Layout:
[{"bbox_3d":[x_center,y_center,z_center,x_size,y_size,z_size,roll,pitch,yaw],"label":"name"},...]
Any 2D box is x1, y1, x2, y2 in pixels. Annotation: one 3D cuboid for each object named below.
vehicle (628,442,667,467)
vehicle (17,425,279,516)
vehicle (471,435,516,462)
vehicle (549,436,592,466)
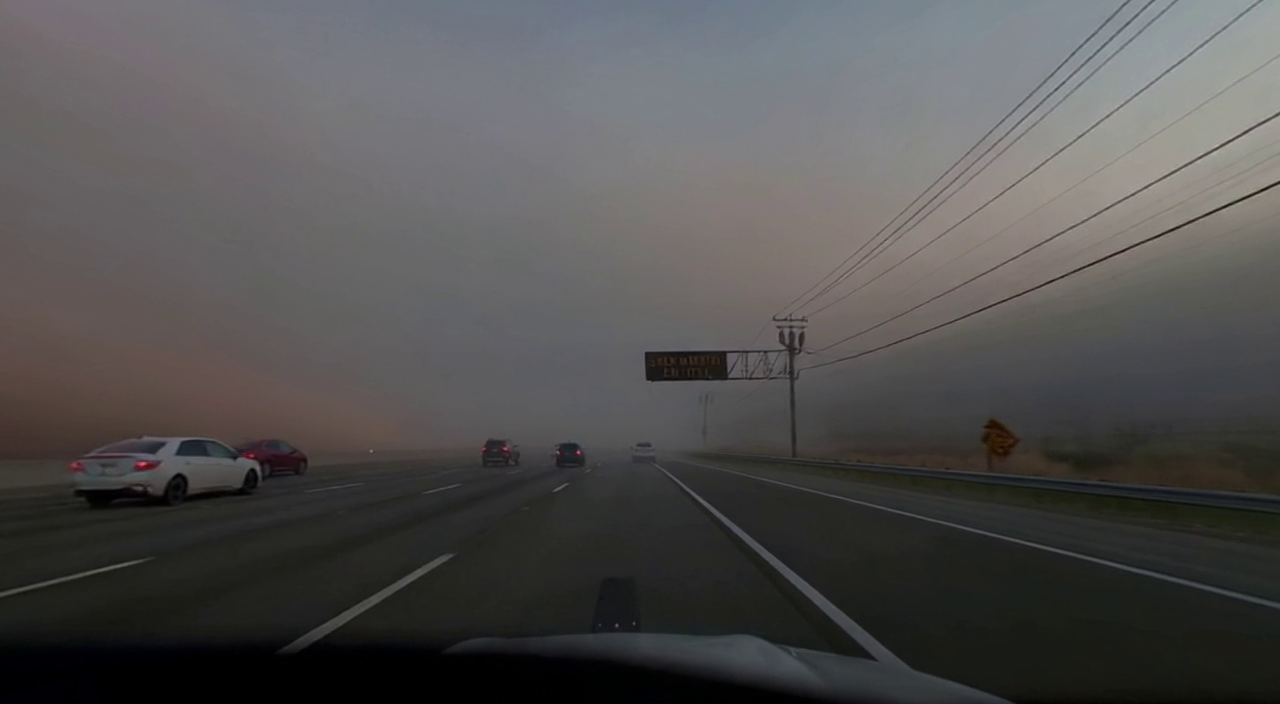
[{"bbox_3d":[0.354,5.892,36.453,2.015,1.391,3.897,0,-9,-3],"label":"vehicle"},{"bbox_3d":[-10.199,2.482,13.707,2.098,1.643,4.413,0,-9,0],"label":"vehicle"},{"bbox_3d":[-10.656,7.094,46.400,2.115,1.799,5.444,0,-9,-1],"label":"vehicle"},{"bbox_3d":[-4.113,5.979,38.149,2.121,1.673,4.443,0,-9,-1],"label":"vehicle"}]
